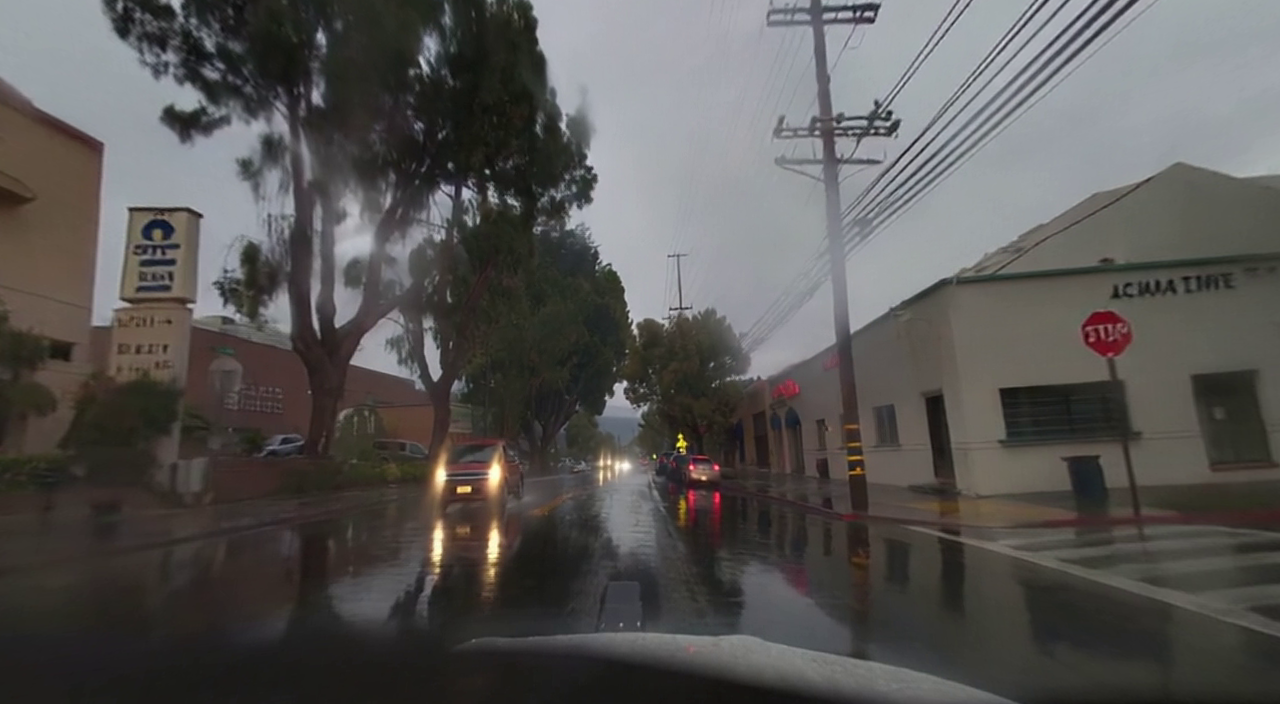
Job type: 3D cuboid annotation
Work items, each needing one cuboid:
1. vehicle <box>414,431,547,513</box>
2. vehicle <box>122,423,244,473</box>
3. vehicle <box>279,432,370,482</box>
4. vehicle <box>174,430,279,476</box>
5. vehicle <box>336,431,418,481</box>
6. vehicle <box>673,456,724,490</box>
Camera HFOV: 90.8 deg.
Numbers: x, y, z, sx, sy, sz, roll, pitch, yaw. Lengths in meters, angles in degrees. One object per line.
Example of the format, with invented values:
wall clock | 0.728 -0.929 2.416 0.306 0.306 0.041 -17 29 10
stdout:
vehicle | -4.234 3.265 17.815 2.495 1.966 4.846 0 -8 0
vehicle | -27.398 5.781 38.320 2.249 2.760 6.636 0 -8 1
vehicle | -18.778 6.208 38.062 2.256 2.668 5.979 -1 -7 1
vehicle | -24.705 6.045 38.141 2.288 2.514 5.886 0 -8 1
vehicle | -15.842 6.342 38.575 2.715 2.789 6.225 1 -9 -4
vehicle | 2.696 5.672 29.804 1.877 1.373 3.854 0 -8 -3
